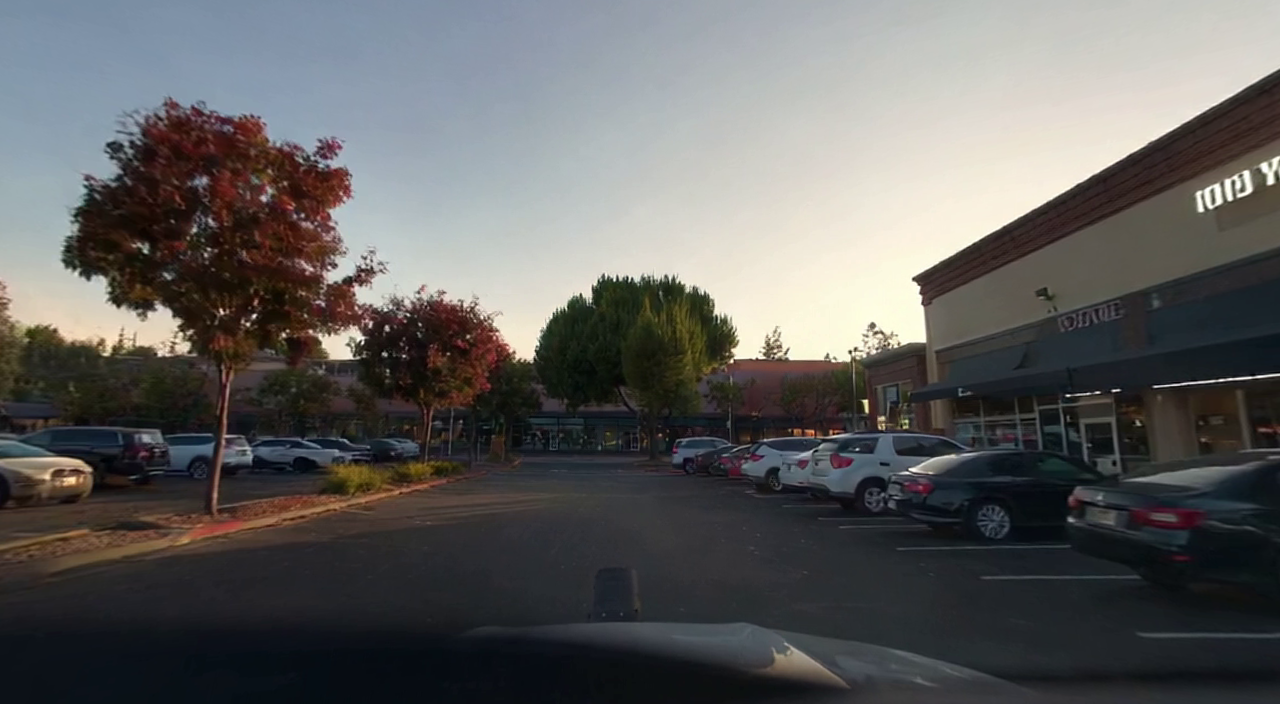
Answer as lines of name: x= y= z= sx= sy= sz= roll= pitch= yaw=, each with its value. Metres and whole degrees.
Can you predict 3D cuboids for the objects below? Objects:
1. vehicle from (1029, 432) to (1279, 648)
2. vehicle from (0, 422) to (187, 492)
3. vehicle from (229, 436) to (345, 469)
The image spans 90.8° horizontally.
vehicle: x=6.276 y=1.494 z=5.670 sx=4.198 sy=1.491 sz=2.100 roll=1 pitch=-8 yaw=-4
vehicle: x=-15.435 y=2.904 z=17.677 sx=4.148 sy=1.757 sz=1.963 roll=7 pitch=-11 yaw=-40
vehicle: x=-17.282 y=4.911 z=31.069 sx=4.651 sy=1.494 sz=1.914 roll=6 pitch=-11 yaw=-37
